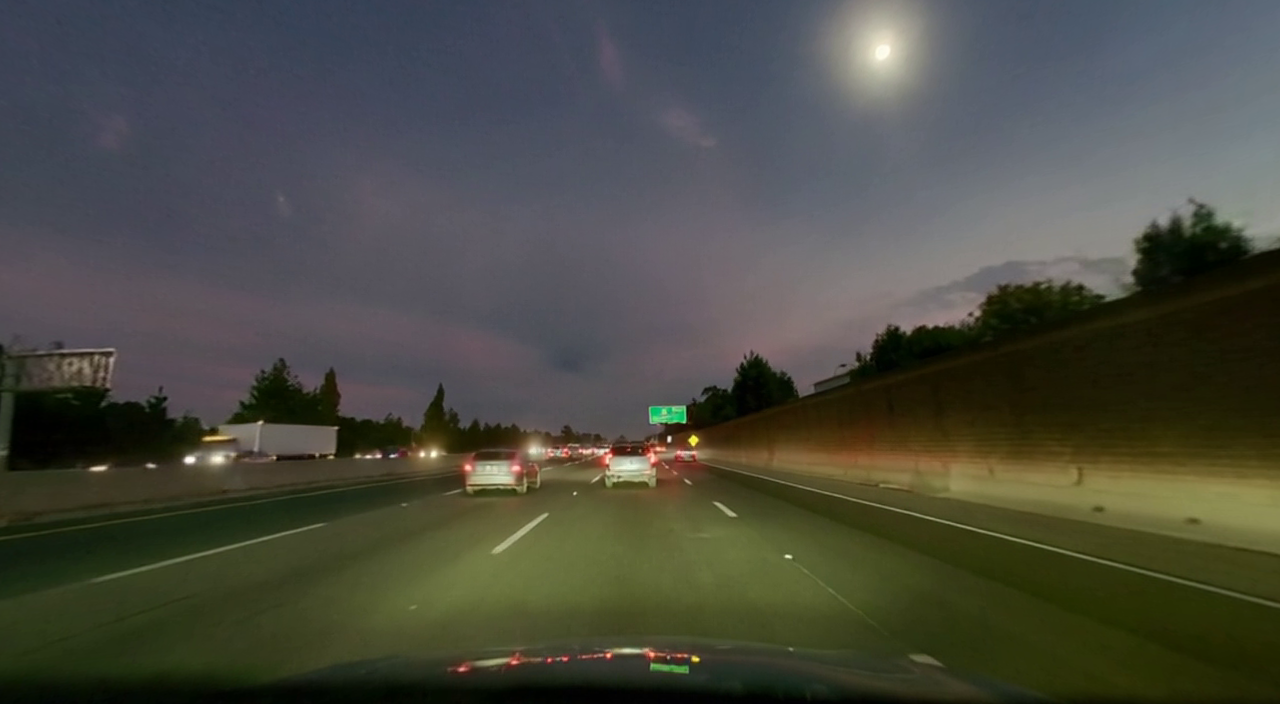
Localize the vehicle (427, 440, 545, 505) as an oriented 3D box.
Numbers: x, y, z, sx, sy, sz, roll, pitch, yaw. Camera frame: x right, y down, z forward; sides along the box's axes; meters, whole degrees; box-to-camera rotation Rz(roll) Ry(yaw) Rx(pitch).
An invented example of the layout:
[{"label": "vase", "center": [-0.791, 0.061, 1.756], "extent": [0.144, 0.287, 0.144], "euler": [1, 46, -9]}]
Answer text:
[{"label": "vehicle", "center": [-3.788, 3.037, 16.360], "extent": [1.967, 1.442, 4.143], "euler": [0, -9, 1]}]

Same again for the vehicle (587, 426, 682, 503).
[{"label": "vehicle", "center": [-0.127, 2.983, 17.082], "extent": [2.233, 1.804, 4.273], "euler": [0, -9, 0]}]

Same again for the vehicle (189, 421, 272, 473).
[{"label": "vehicle", "center": [-28.852, 6.744, 44.659], "extent": [2.860, 3.491, 4.129], "euler": [0, -9, 1]}]

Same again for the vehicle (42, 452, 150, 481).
[{"label": "vehicle", "center": [-32.617, 6.861, 38.055], "extent": [2.082, 1.608, 4.935], "euler": [0, -9, 1]}]
